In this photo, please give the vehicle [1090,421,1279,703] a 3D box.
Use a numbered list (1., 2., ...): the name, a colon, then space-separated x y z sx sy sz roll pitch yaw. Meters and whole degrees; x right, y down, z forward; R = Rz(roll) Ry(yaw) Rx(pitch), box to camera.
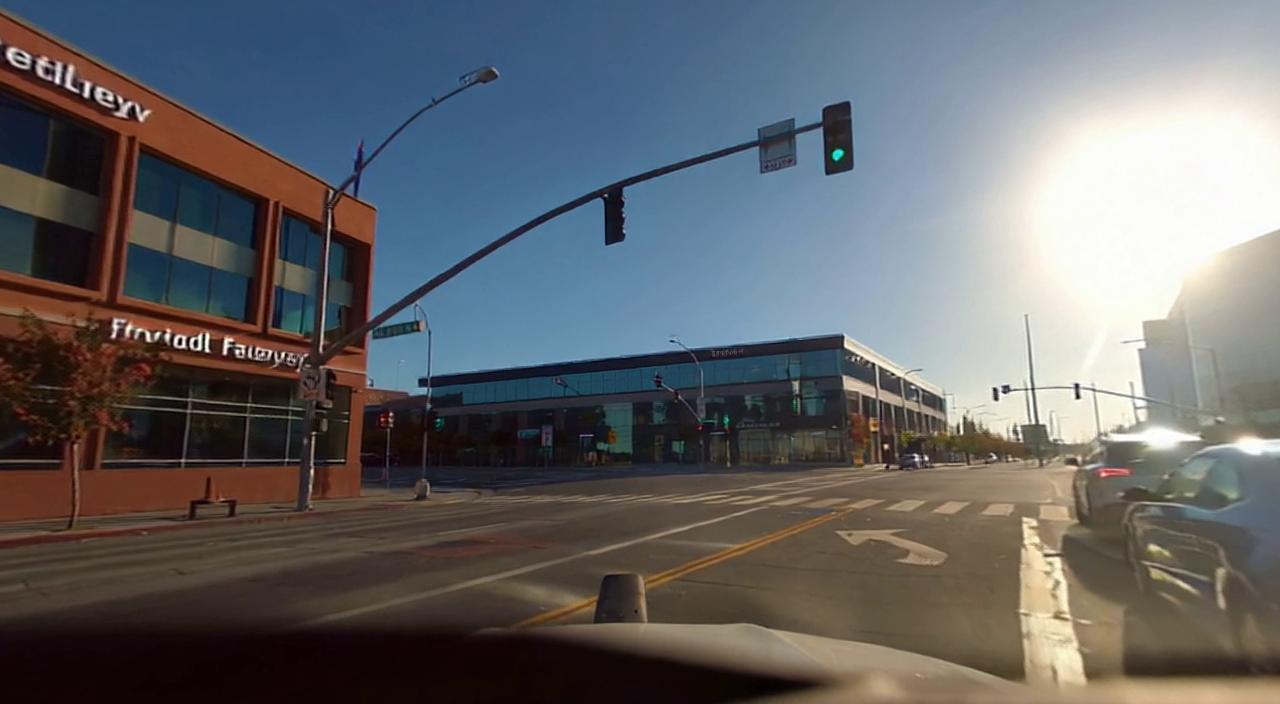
1. vehicle: 4.312 1.225 3.922 1.872 1.459 4.483 -5 -10 29
